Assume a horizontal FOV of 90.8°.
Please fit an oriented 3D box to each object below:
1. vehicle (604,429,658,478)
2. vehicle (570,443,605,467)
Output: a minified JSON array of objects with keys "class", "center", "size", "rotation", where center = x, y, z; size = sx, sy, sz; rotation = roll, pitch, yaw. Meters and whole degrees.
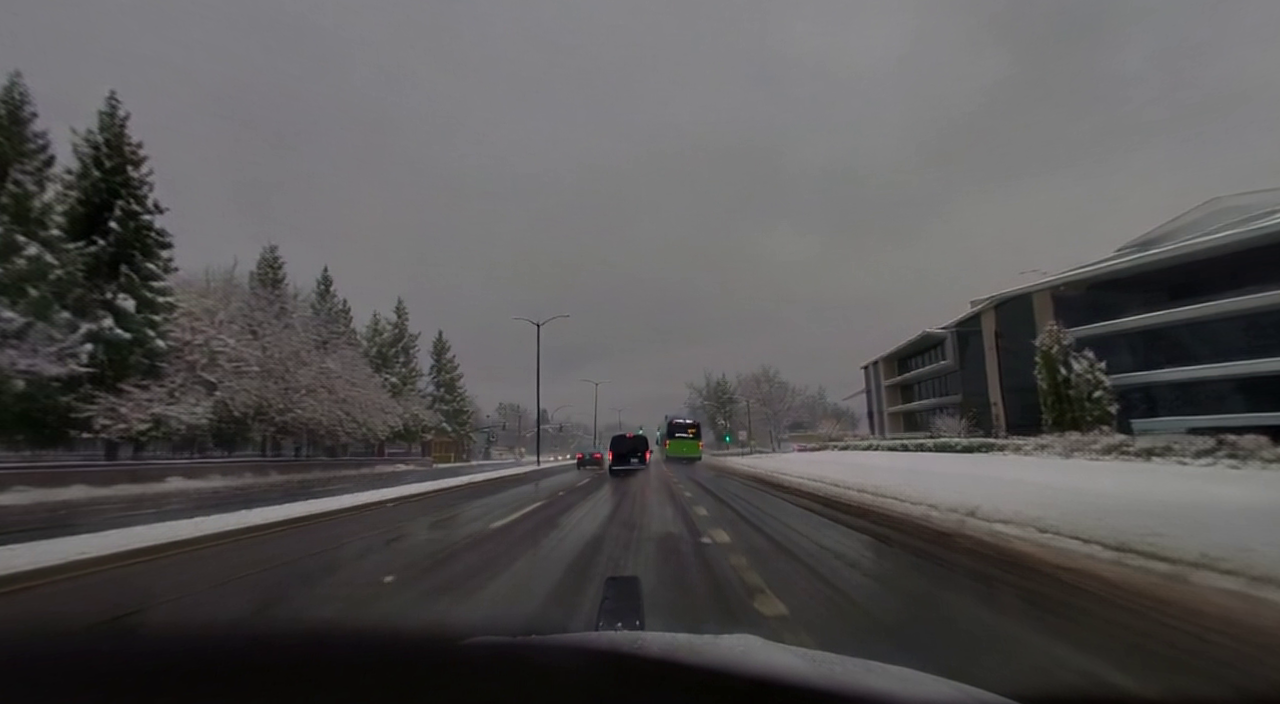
[{"class":"vehicle","center":[-0.327,4.855,30.355],"size":[2.336,2.122,5.207],"rotation":[0,-9,1]},{"class":"vehicle","center":[-3.776,7.519,46.270],"size":[2.109,1.672,4.256],"rotation":[0,-9,2]}]
